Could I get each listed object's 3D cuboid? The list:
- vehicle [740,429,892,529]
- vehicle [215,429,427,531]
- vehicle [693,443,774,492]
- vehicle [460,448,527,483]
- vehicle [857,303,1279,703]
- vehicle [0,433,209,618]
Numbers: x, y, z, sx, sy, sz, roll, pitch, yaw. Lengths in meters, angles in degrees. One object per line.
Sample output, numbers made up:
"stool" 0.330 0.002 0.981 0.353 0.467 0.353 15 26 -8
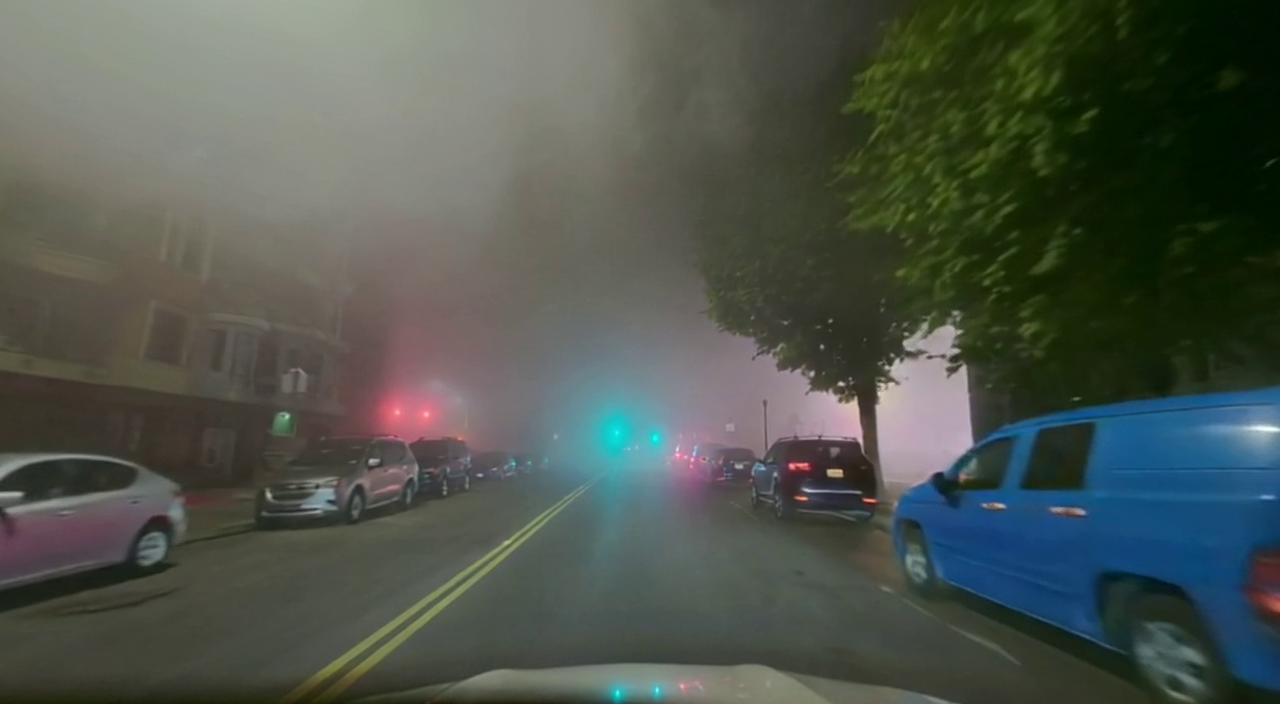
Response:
"vehicle" 3.307 2.465 12.777 1.828 1.664 4.035 0 -9 -1
"vehicle" -6.699 2.726 14.083 2.224 1.849 4.772 0 -9 0
"vehicle" 3.062 3.909 21.761 1.908 1.461 4.873 0 -9 -2
"vehicle" -6.702 5.223 29.398 1.913 1.479 4.714 0 -9 1
"vehicle" 3.289 0.981 3.837 2.118 1.793 4.885 0 -9 -1
"vehicle" -6.770 1.674 6.352 1.938 1.654 4.130 0 -9 0
